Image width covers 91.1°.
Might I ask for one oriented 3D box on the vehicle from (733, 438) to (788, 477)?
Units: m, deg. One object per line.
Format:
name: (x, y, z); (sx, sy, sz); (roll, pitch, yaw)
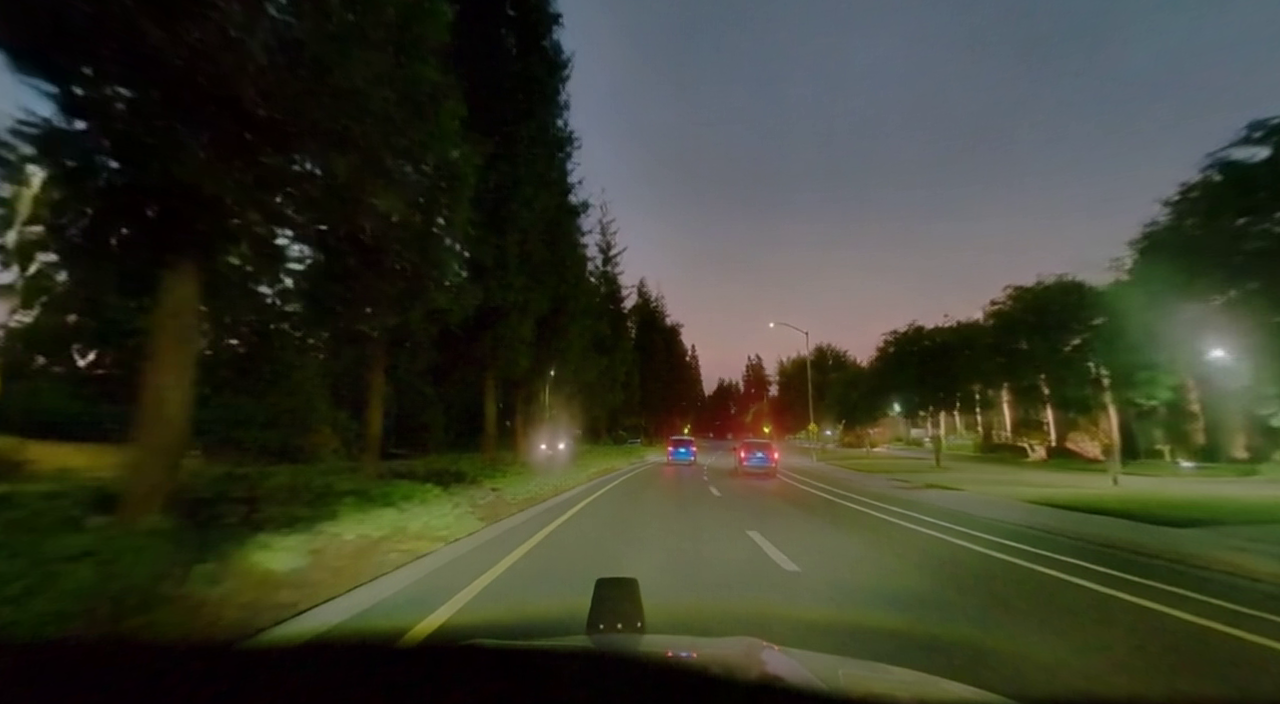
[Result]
vehicle: (5.481, 4.839, 29.059); (1.971, 1.663, 4.287); (-1, -9, 5)

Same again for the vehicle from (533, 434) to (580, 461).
vehicle: (-5.540, 6.423, 42.217); (1.981, 1.652, 4.609); (-1, -9, 7)

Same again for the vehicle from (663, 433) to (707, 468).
vehicle: (2.602, 5.530, 35.390); (2.251, 1.822, 4.391); (-1, -9, 7)
